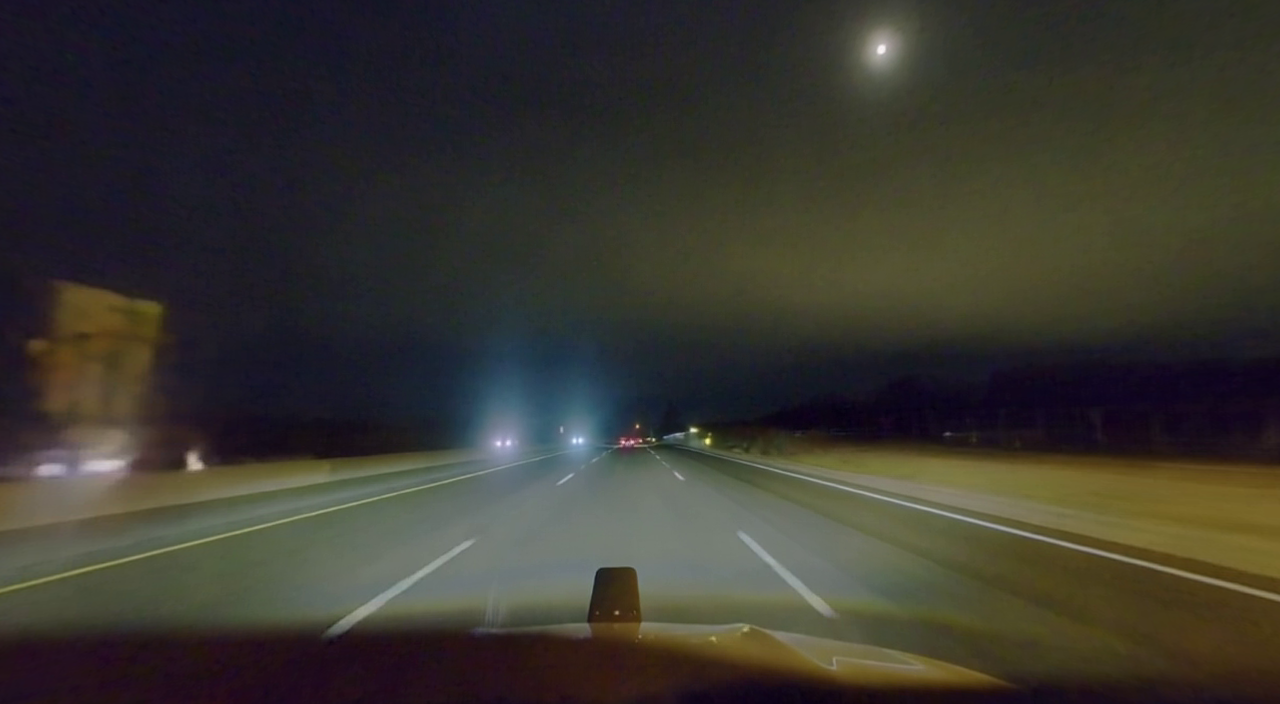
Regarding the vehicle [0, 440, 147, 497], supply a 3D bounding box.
[{"bbox_3d":[-17.970,3.505,19.522,1.875,1.515,4.299,0,-8,0],"label":"vehicle"}]
